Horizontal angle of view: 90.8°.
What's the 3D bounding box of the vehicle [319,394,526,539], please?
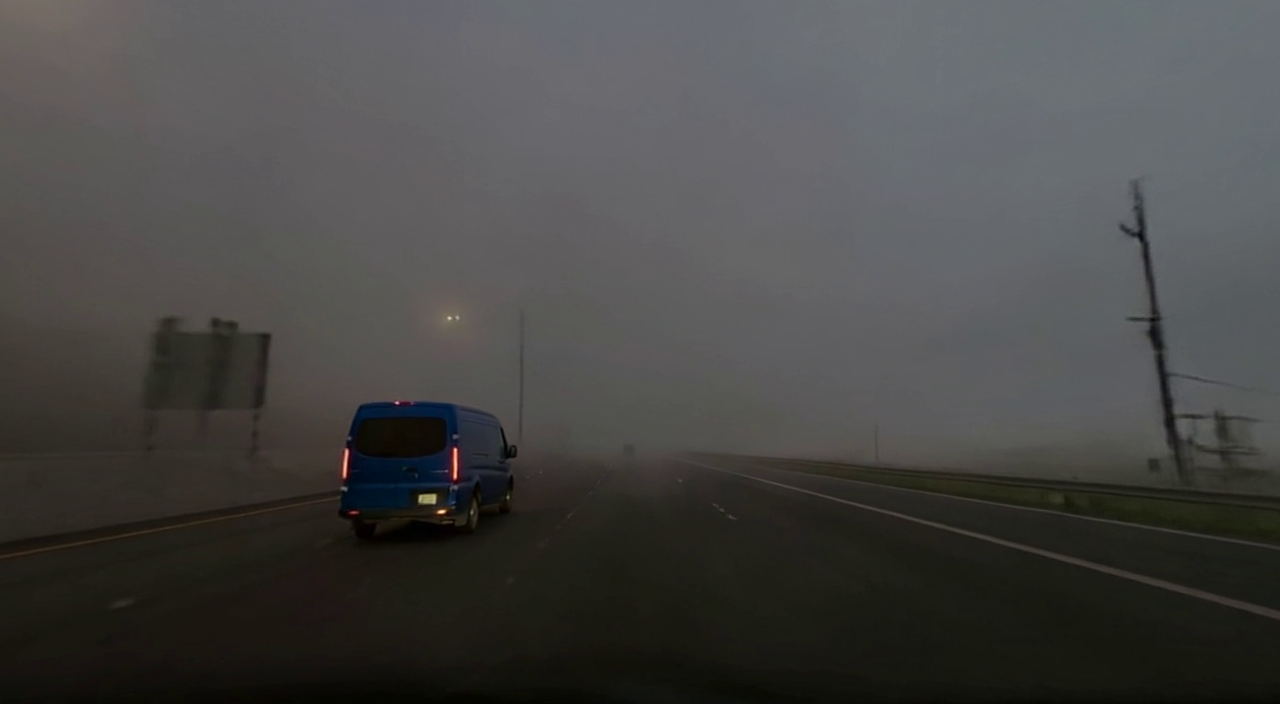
[{"bbox_3d":[-3.412,1.915,11.015,2.046,1.982,4.465,0,-9,-1],"label":"vehicle"}]
